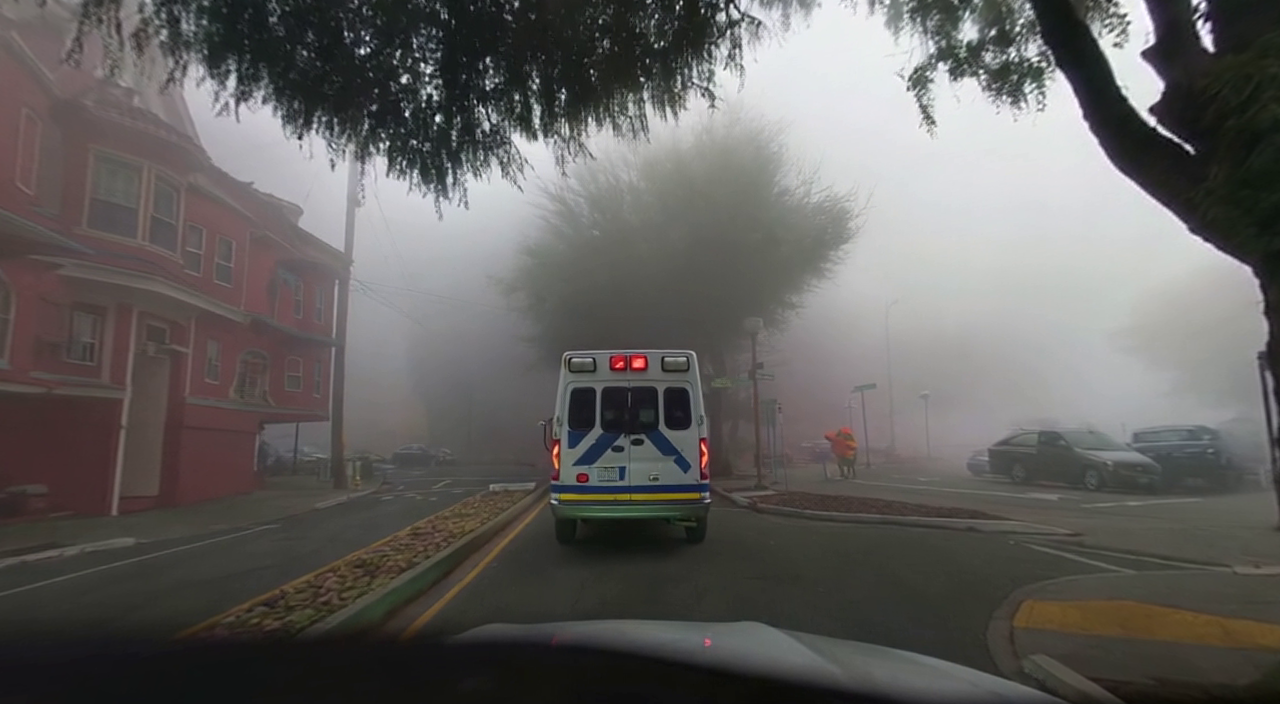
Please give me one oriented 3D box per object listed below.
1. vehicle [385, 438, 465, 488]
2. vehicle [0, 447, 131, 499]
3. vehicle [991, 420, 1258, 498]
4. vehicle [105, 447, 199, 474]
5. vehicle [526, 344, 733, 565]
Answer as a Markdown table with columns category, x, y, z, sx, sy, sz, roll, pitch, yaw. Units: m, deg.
| category | x | y | z | sx | sy | sz | roll | pitch | yaw |
| --- | --- | --- | --- | --- | --- | --- | --- | --- | --- |
| vehicle | -8.695 | 4.363 | 25.267 | 2.290 | 1.776 | 4.947 | 4 | -9 | -26 |
| vehicle | -18.857 | 3.711 | 19.574 | 4.412 | 1.468 | 1.914 | 0 | -8 | -2 |
| vehicle | 13.125 | 2.950 | 17.596 | 5.270 | 1.966 | 2.329 | -2 | -8 | 11 |
| vehicle | -33.302 | 7.388 | 43.247 | 4.616 | 1.738 | 1.974 | 3 | -9 | -21 |
| vehicle | -0.153 | 1.602 | 10.383 | 2.444 | 2.640 | 5.482 | 0 | -8 | 0 |
